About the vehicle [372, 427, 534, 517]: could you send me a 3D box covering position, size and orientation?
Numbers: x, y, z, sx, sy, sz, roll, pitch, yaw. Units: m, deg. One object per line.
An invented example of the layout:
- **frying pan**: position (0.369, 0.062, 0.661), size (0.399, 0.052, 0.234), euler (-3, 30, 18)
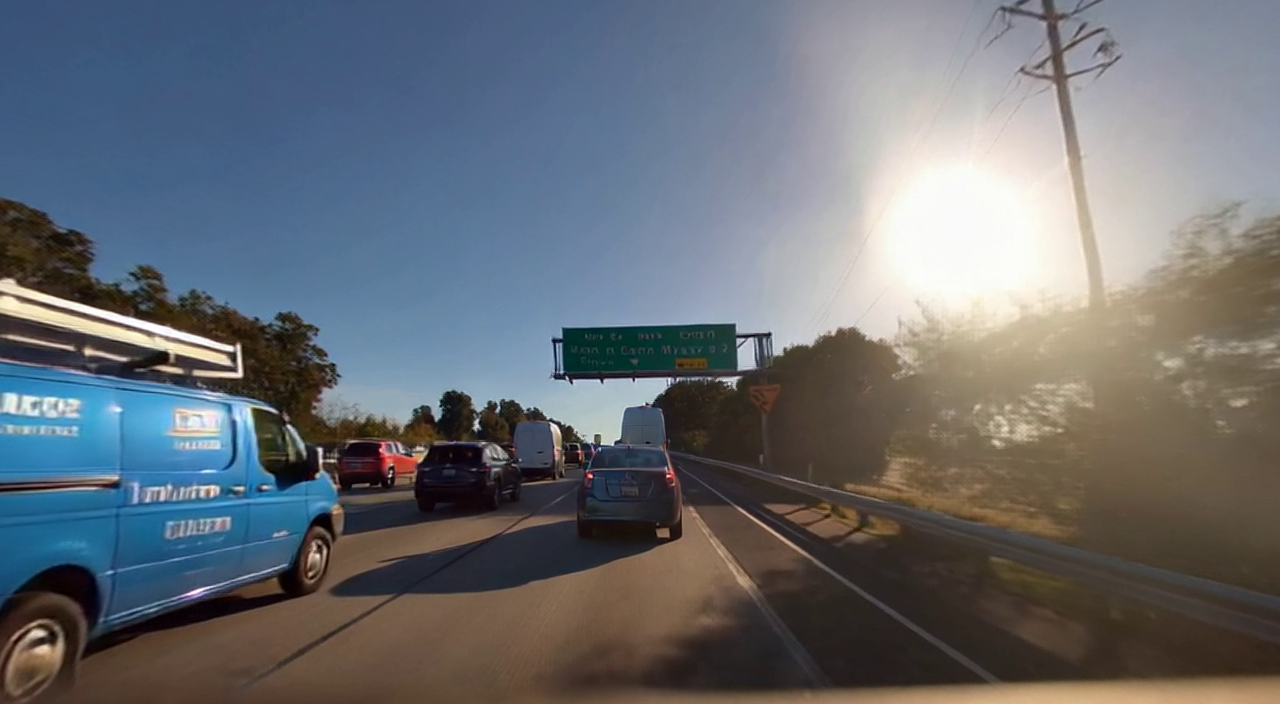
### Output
- **vehicle**: position (-3.876, 2.569, 13.980), size (2.114, 1.657, 4.432), euler (0, -8, 2)

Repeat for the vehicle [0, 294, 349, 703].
- **vehicle**: position (-3.886, 0.853, 3.606), size (2.142, 1.952, 4.556), euler (0, -8, 1)

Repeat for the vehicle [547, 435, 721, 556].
- **vehicle**: position (-0.059, 2.010, 9.559), size (2.054, 1.421, 4.090), euler (0, -8, 0)
